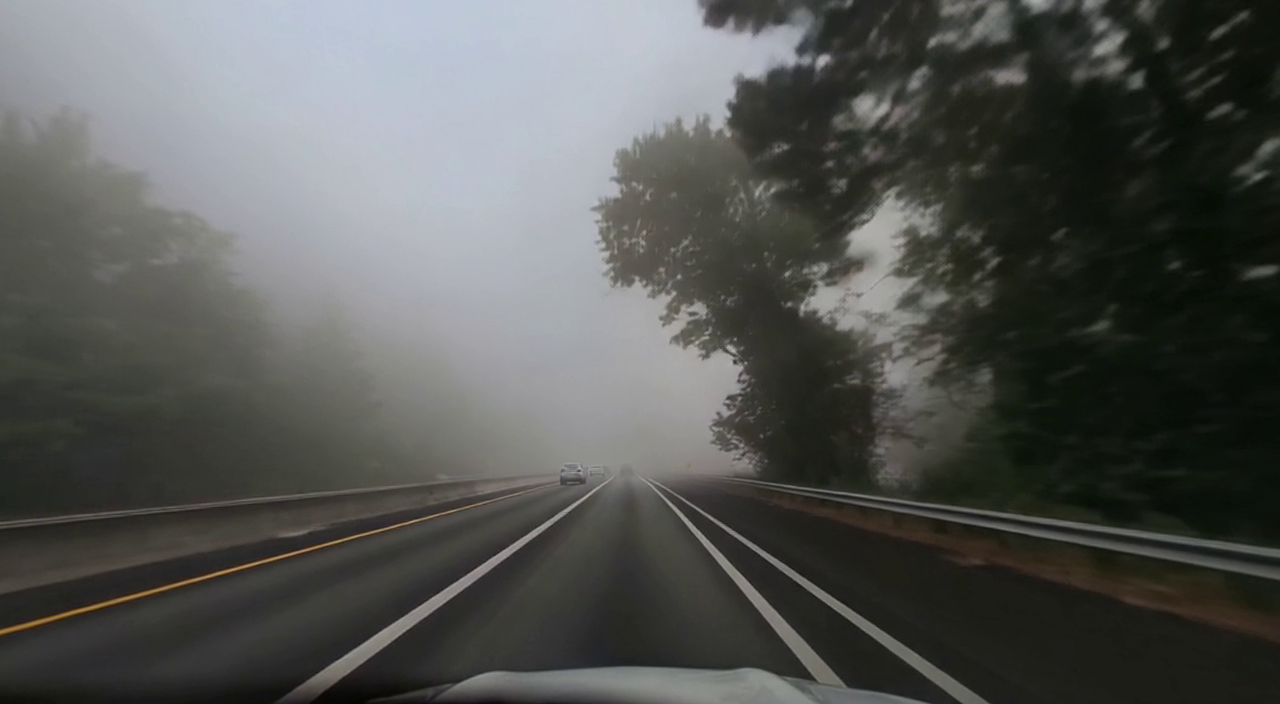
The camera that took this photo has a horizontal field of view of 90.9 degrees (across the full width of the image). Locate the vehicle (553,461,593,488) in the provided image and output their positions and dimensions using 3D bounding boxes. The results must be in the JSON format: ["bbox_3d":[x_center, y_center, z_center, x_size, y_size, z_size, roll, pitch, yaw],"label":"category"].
[{"bbox_3d":[-4.148,7.690,39.687,2.068,1.592,4.479,1,-10,0],"label":"vehicle"}]
